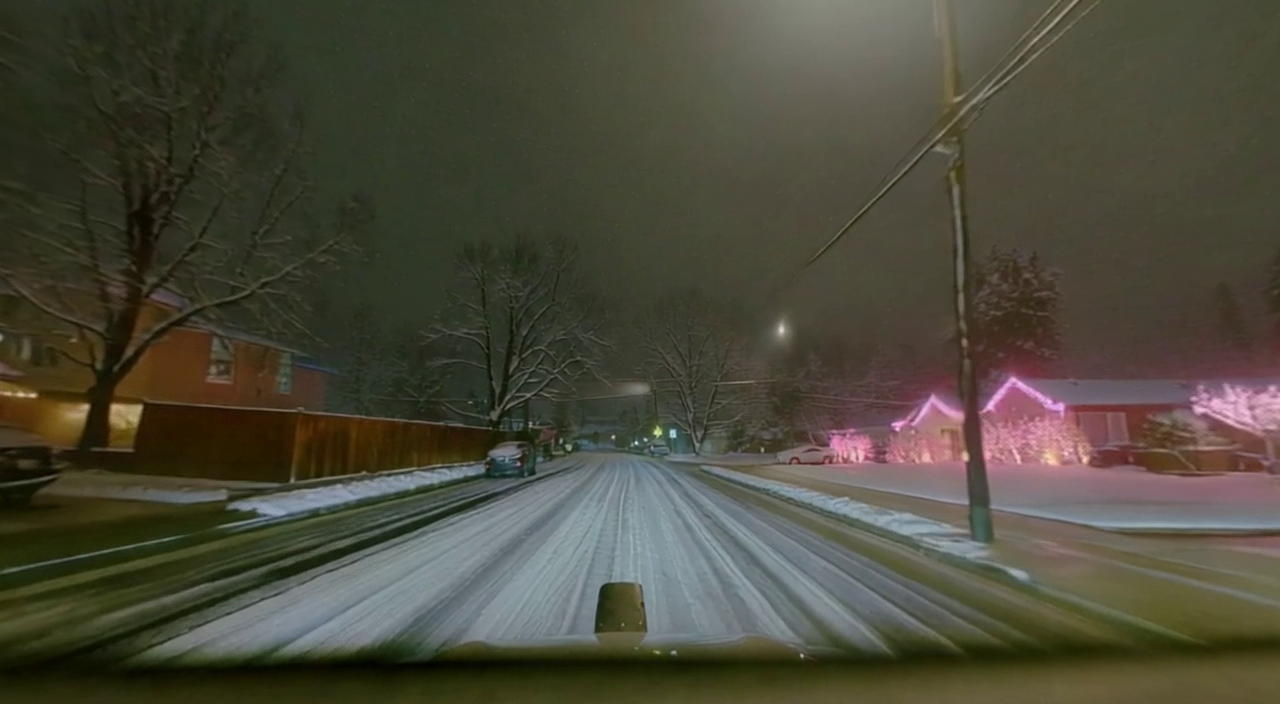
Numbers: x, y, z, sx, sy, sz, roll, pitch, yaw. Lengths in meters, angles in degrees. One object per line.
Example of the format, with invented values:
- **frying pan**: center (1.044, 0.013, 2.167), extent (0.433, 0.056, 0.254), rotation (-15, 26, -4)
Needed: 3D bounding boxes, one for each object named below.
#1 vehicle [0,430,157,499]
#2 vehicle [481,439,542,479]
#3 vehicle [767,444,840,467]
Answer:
- **vehicle**: center (-14.356, 2.620, 14.803), extent (4.291, 1.484, 1.872), rotation (0, -9, -1)
- **vehicle**: center (-6.128, 5.141, 30.409), extent (1.998, 1.742, 4.210), rotation (0, -9, 1)
- **vehicle**: center (12.169, 7.713, 46.862), extent (4.708, 1.527, 2.113), rotation (0, -8, -9)
